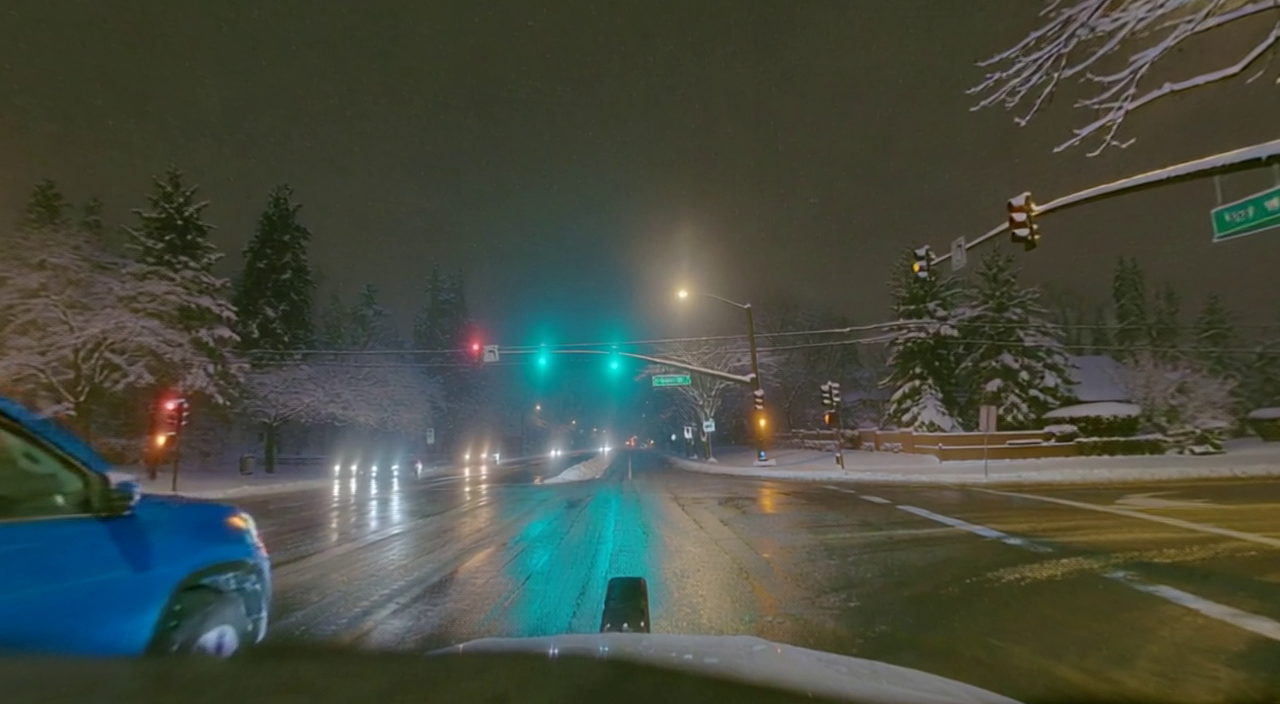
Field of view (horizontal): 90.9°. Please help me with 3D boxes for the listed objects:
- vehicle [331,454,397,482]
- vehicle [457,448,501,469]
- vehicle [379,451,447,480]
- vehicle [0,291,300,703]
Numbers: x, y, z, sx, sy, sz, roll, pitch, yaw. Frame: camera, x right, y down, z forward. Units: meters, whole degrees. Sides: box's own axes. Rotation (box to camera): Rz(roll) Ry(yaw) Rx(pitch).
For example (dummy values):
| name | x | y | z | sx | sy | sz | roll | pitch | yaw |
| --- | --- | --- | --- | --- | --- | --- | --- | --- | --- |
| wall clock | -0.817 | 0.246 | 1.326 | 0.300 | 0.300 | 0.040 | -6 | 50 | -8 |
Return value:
| name | x | y | z | sx | sy | sz | roll | pitch | yaw |
| --- | --- | --- | --- | --- | --- | --- | --- | --- | --- |
| vehicle | -16.138 | 6.789 | 37.102 | 1.830 | 1.440 | 4.351 | 0 | -8 | 1 |
| vehicle | -11.843 | 7.848 | 46.508 | 1.980 | 1.452 | 4.318 | 0 | -8 | 2 |
| vehicle | -12.554 | 6.269 | 35.162 | 2.028 | 1.455 | 4.421 | 0 | -8 | 2 |
| vehicle | -3.110 | 0.633 | 1.436 | 2.123 | 1.799 | 4.425 | 0 | -8 | 1 |
